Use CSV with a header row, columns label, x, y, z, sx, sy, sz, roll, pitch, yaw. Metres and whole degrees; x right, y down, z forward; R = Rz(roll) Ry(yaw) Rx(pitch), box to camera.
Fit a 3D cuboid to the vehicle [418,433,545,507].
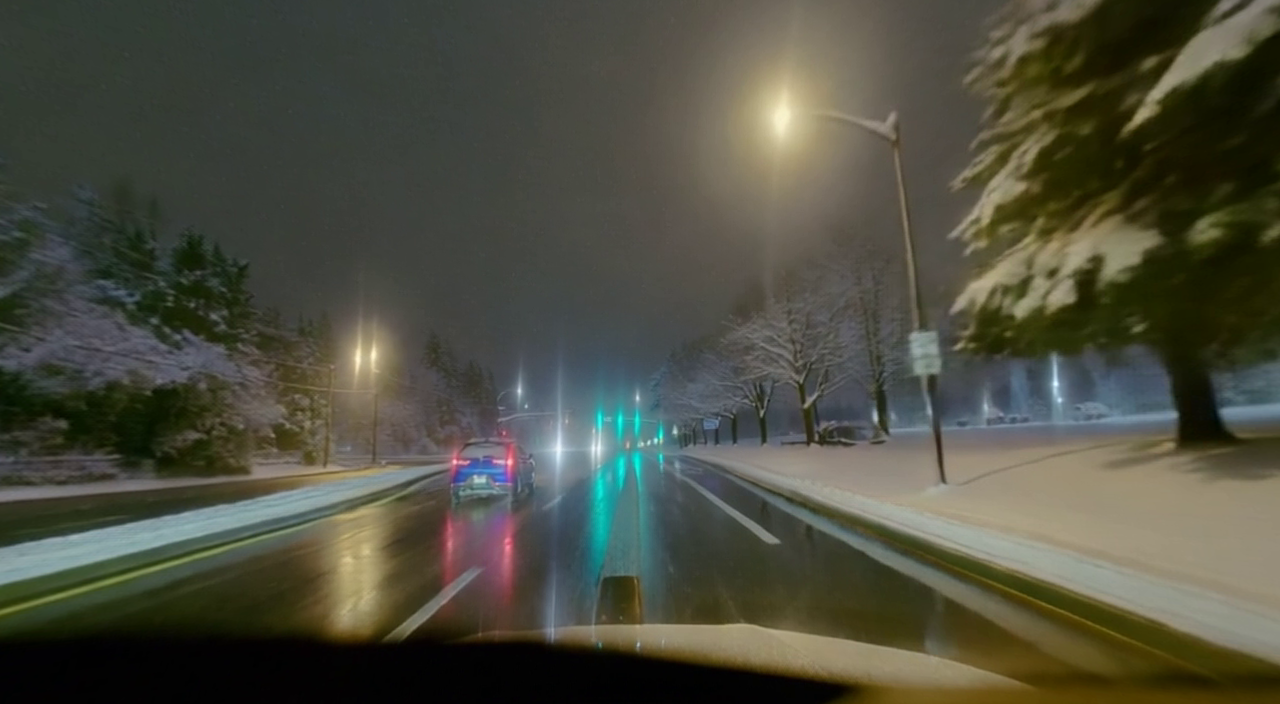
label,x,y,z,sx,sy,sz,roll,pitch,yaw
vehicle,-3.525,2.675,14.888,1.964,1.472,4.078,0,-8,-1
